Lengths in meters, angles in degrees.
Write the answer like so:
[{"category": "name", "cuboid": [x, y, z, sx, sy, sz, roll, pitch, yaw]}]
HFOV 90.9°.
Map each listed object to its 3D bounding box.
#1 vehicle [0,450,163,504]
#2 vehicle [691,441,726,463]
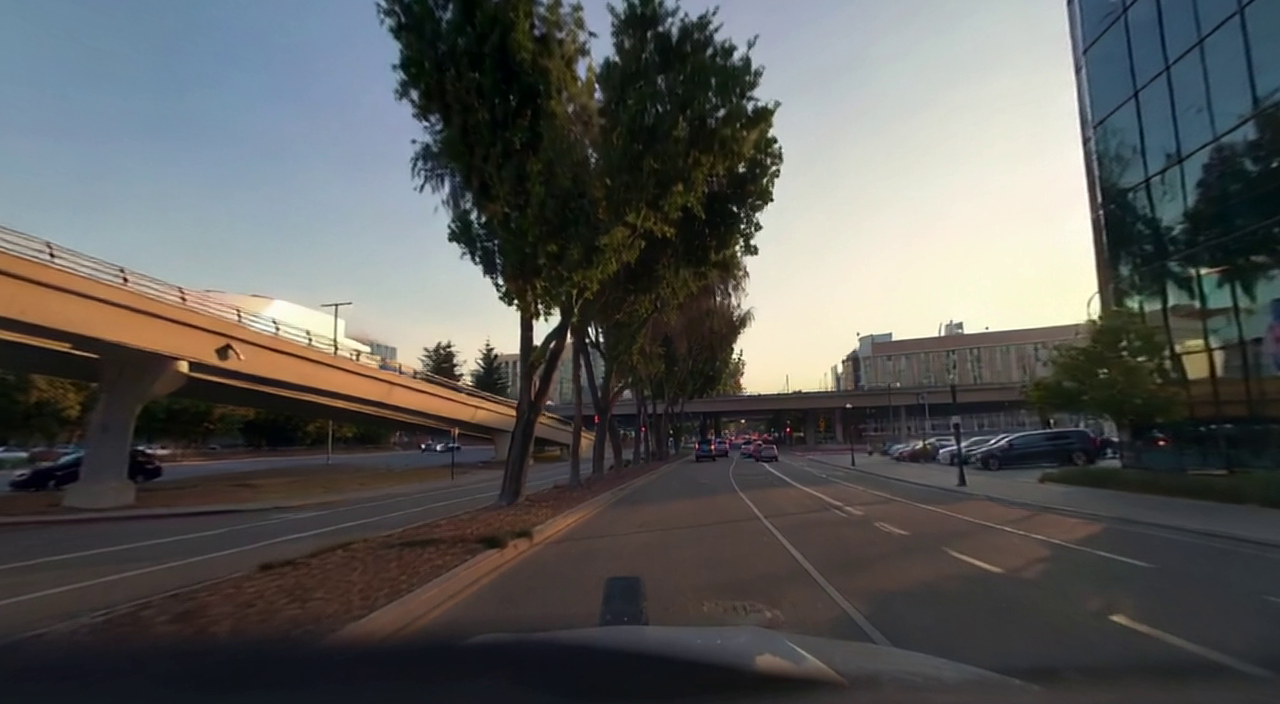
[{"category": "vehicle", "cuboid": [-19.799, 4.363, 22.125, 4.562, 1.464, 2.090, -4, -7, 3]}, {"category": "vehicle", "cuboid": [5.110, 7.366, 46.476, 2.280, 1.475, 4.051, -2, -9, 10]}]
